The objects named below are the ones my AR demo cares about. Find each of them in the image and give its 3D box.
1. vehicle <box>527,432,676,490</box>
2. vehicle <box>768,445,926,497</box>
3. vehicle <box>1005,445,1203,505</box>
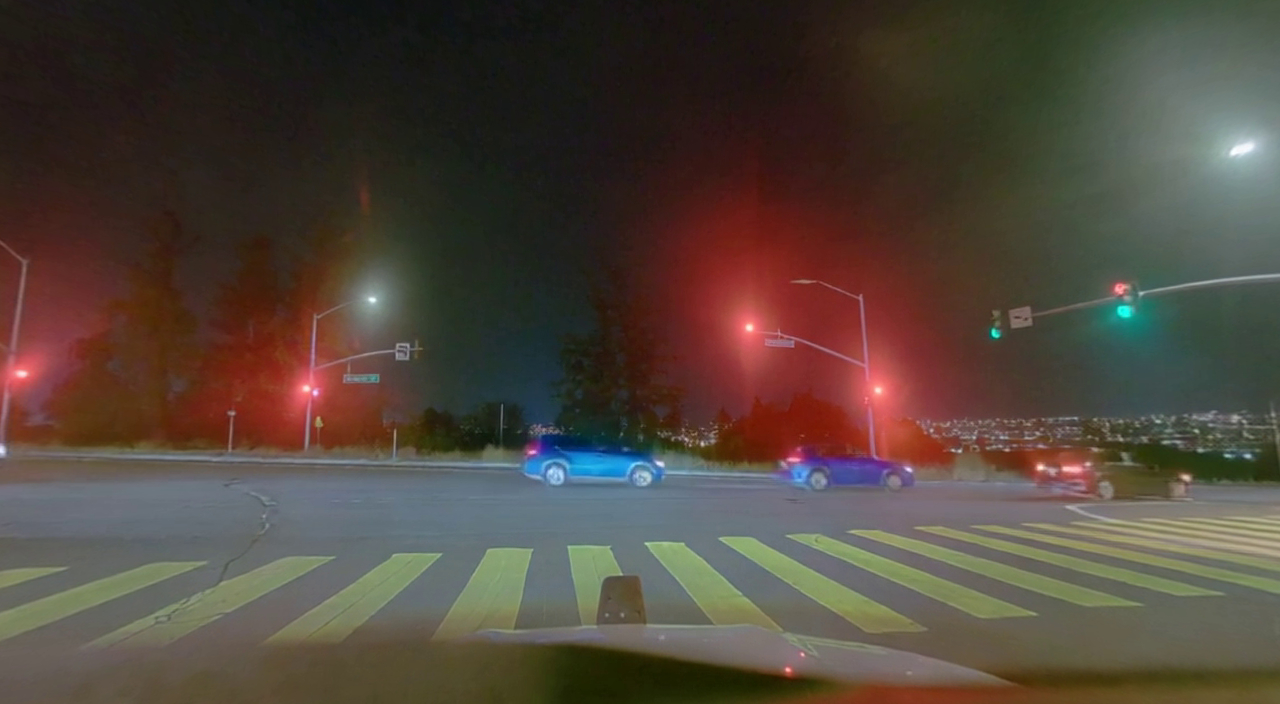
[{"bbox_3d":[-1.336,3.686,21.582,4.708,1.810,1.986,3,-9,-18],"label":"vehicle"},{"bbox_3d":[6.565,3.729,20.099,4.475,1.496,1.861,3,-9,-17],"label":"vehicle"},{"bbox_3d":[13.297,3.460,18.129,4.952,1.511,1.855,2,-9,-17],"label":"vehicle"}]
